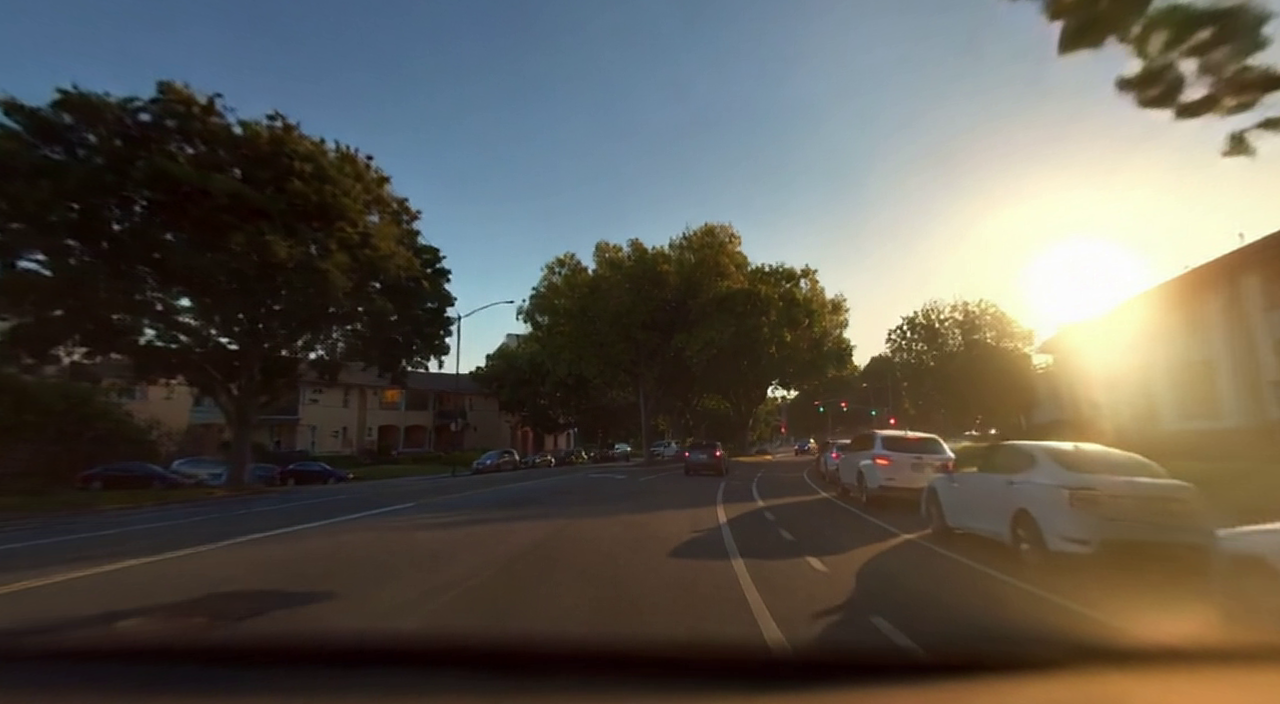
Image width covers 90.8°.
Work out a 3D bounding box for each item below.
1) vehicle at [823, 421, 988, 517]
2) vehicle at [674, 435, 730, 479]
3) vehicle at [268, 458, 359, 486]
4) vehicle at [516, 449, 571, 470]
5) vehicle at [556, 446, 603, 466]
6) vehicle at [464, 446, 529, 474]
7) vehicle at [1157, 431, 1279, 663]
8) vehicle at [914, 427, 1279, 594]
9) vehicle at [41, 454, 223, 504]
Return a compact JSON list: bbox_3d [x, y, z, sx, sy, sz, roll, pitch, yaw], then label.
[{"bbox_3d":[5.672,2.547,14.288,2.128,1.795,4.622,-1,-8,6],"label":"vehicle"},{"bbox_3d":[2.731,4.438,27.022,1.852,1.680,4.488,-2,-9,12],"label":"vehicle"},{"bbox_3d":[-17.910,6.568,34.747,4.195,1.400,1.726,-2,-9,10],"label":"vehicle"},{"bbox_3d":[-6.563,7.335,43.477,1.893,1.310,4.719,-3,-9,17],"label":"vehicle"},{"bbox_3d":[-4.637,8.063,49.063,1.880,1.450,4.627,-3,-9,19],"label":"vehicle"},{"bbox_3d":[-8.337,6.298,37.117,1.918,1.508,4.353,-2,-8,15],"label":"vehicle"},{"bbox_3d":[4.951,1.032,2.627,1.940,1.456,4.502,0,-8,3],"label":"vehicle"},{"bbox_3d":[5.317,1.813,8.205,1.879,1.547,4.378,-1,-8,5],"label":"vehicle"},{"bbox_3d":[-20.886,5.199,26.113,5.953,1.868,2.049,0,-10,5],"label":"vehicle"}]
